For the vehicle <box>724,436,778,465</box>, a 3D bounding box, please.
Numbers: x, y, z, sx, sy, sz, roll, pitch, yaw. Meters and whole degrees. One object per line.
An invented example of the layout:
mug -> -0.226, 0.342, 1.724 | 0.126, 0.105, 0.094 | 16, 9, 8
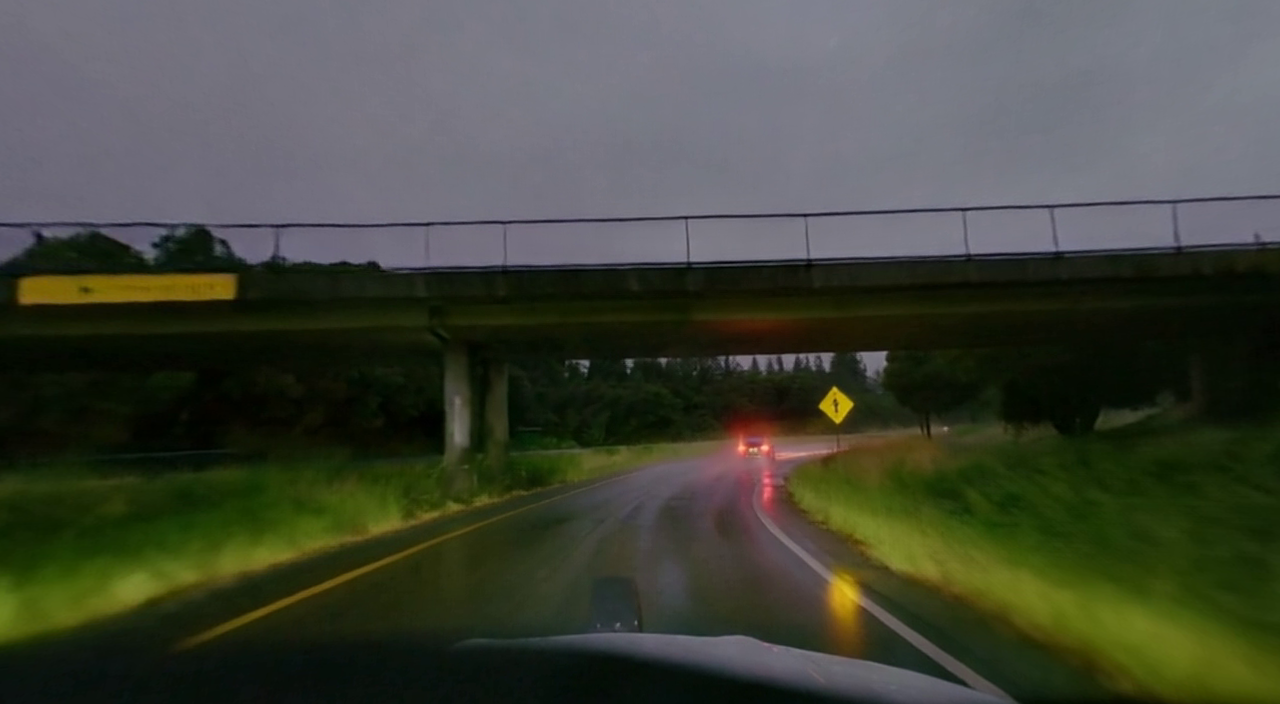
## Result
vehicle -> 6.065, 5.314, 34.022 | 1.980, 1.449, 3.650 | -4, -10, 23
